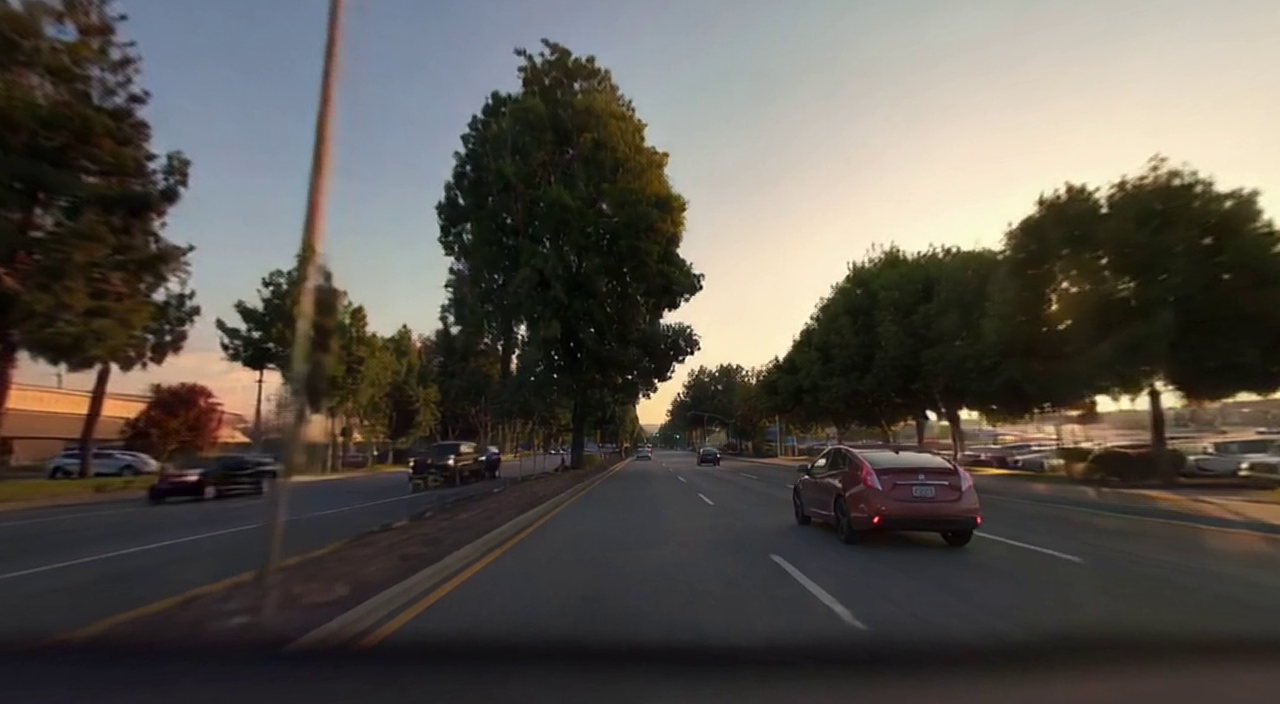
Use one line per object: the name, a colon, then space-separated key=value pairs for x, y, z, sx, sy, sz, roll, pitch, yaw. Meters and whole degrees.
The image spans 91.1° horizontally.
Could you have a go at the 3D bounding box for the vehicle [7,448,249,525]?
vehicle: x=-12.009 y=3.130 z=15.271 sx=1.983 sy=1.567 sz=4.557 roll=0 pitch=-9 yaw=1

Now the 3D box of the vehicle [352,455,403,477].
vehicle: x=-19.119 y=8.317 z=45.899 sx=1.787 sy=1.452 sz=4.482 roll=0 pitch=-9 yaw=0

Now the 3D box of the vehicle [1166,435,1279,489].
vehicle: x=19.470 y=3.370 z=19.430 sx=4.648 sy=1.568 sz=1.919 roll=0 pitch=-9 yaw=-2

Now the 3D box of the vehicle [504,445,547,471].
vehicle: x=-8.439 y=7.838 z=46.737 sx=2.156 sy=1.838 sz=4.945 roll=0 pitch=-9 yaw=1

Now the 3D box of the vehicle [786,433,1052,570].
vehicle: x=3.626 y=1.997 z=9.239 sx=1.935 sy=1.501 sz=4.384 roll=0 pitch=-9 yaw=1
